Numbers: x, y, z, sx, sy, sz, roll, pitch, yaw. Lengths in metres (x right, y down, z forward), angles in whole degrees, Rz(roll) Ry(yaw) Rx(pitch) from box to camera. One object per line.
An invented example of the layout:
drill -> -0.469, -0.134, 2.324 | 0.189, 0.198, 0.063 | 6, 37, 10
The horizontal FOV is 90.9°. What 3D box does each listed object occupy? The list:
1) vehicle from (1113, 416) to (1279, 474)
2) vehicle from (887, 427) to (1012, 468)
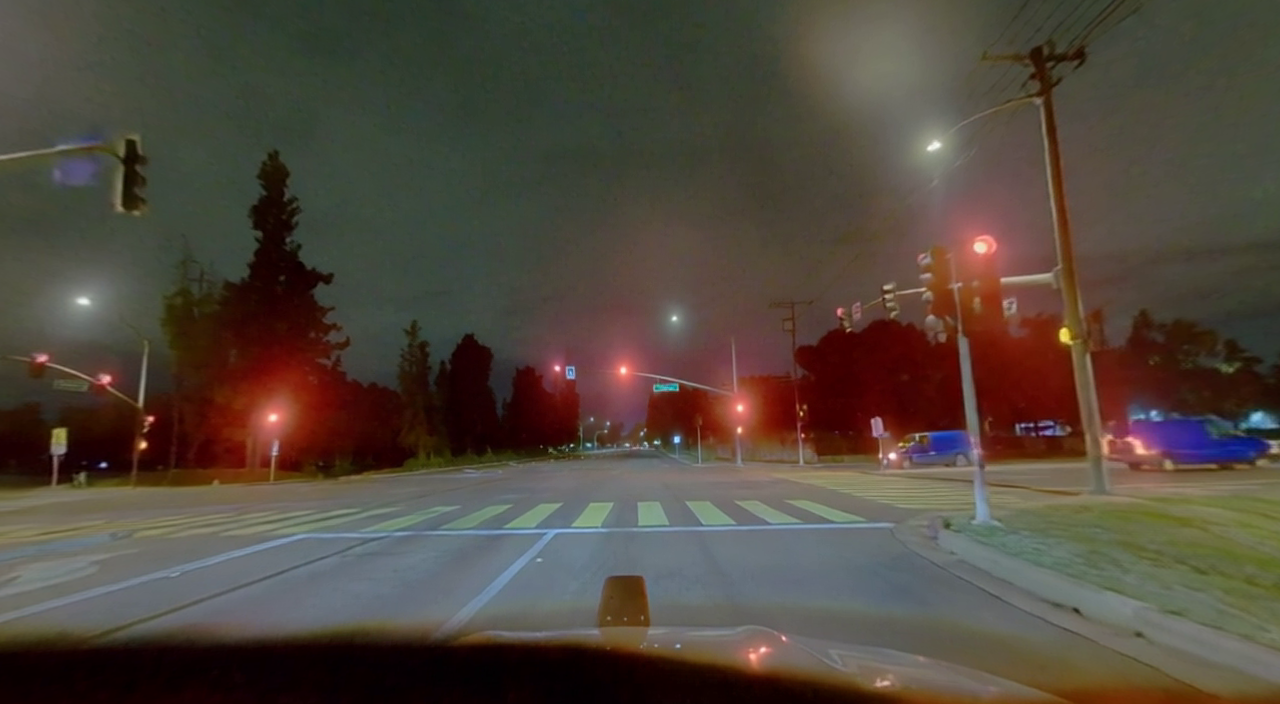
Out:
vehicle -> 20.004, 3.331, 22.556 | 4.536, 1.965, 1.780 | -1, -9, 3
vehicle -> 14.403, 4.464, 29.512 | 4.790, 1.798, 1.909 | 0, -9, 1
